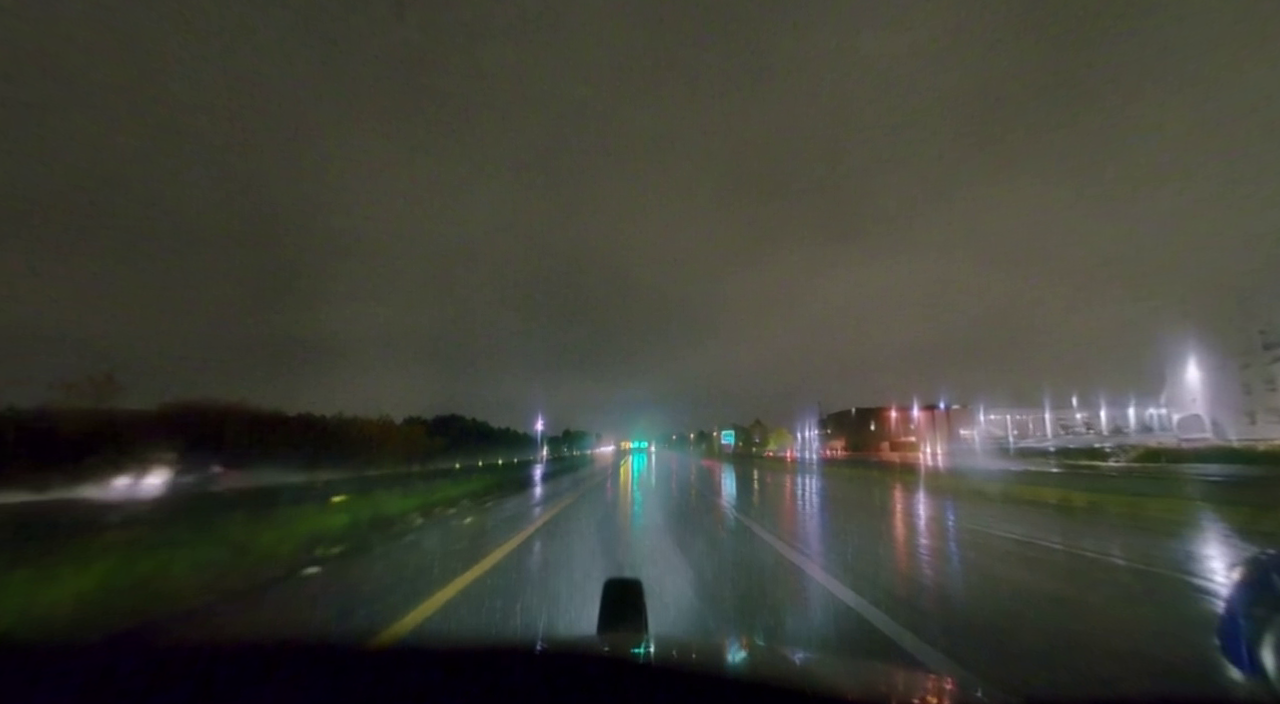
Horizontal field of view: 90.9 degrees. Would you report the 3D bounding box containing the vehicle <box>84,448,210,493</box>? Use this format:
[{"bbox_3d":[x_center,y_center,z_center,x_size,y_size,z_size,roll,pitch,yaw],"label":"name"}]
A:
[{"bbox_3d":[-20.590,4.927,26.591,1.908,1.668,4.092,-1,-8,1],"label":"vehicle"}]

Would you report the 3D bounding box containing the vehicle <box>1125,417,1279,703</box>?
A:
[{"bbox_3d":[4.224,0.851,1.676,2.053,1.490,4.799,-1,-8,0],"label":"vehicle"}]
